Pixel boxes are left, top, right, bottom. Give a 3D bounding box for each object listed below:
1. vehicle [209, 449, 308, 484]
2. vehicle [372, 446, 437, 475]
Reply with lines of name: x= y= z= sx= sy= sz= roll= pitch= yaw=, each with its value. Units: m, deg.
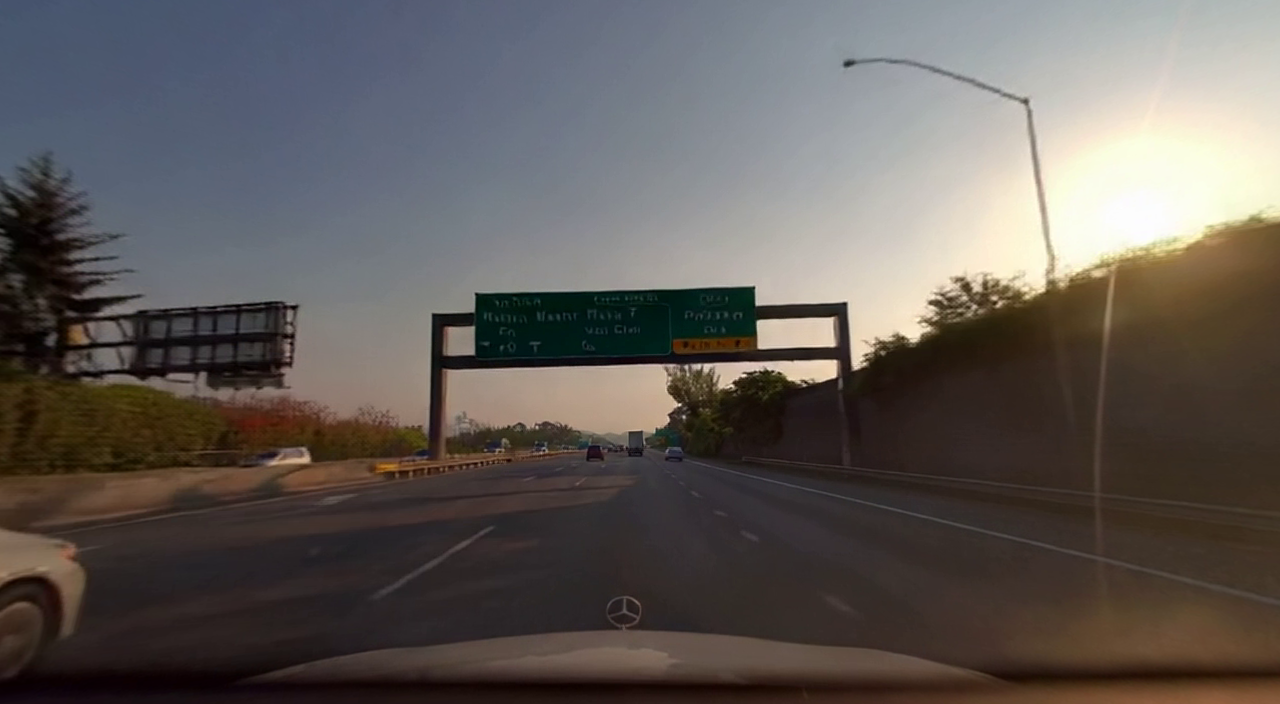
vehicle: x=-17.132 y=5.133 z=28.600 sx=1.870 sy=1.479 sz=4.183 roll=0 pitch=-9 yaw=0
vehicle: x=-12.717 y=5.866 z=34.321 sx=1.828 sy=1.434 sz=4.472 roll=0 pitch=-9 yaw=-1
